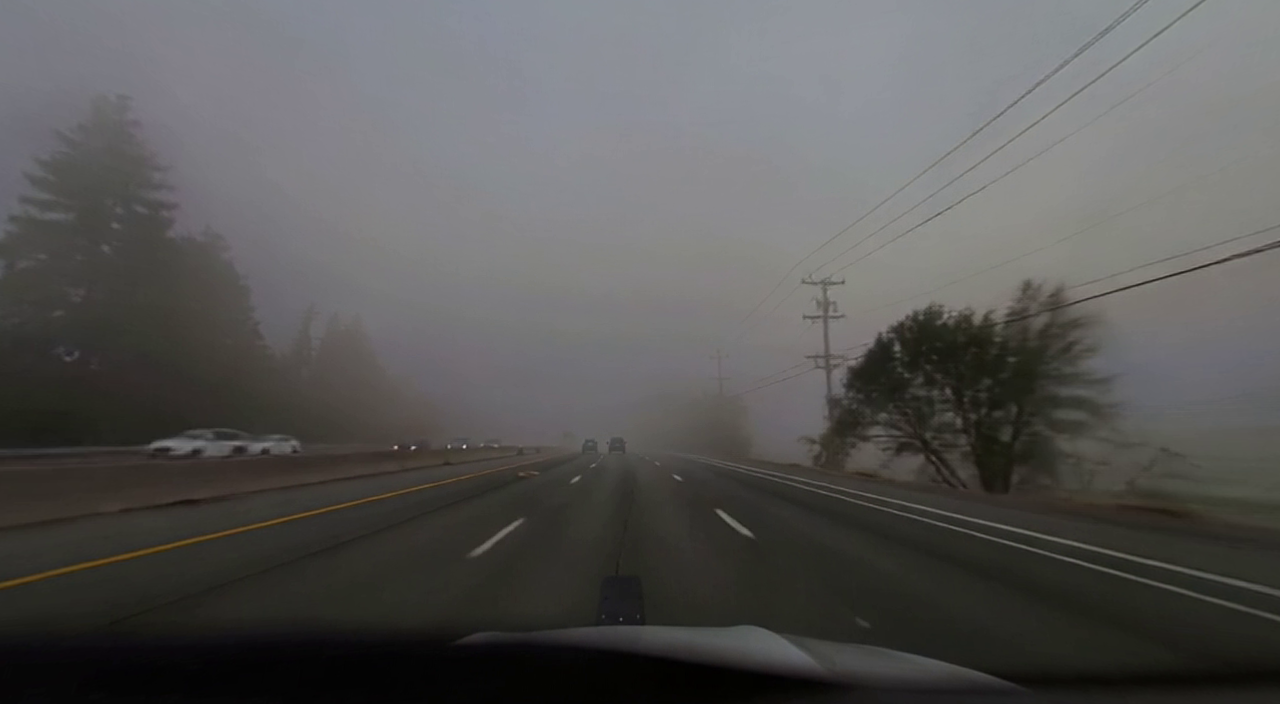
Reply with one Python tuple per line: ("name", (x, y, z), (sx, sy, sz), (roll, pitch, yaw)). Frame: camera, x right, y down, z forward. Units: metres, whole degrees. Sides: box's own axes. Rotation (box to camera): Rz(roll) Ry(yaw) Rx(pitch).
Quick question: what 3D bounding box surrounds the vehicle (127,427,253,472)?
("vehicle", (-18.571, 4.054, 26.397), (1.965, 1.682, 4.576), (0, -8, -2))
